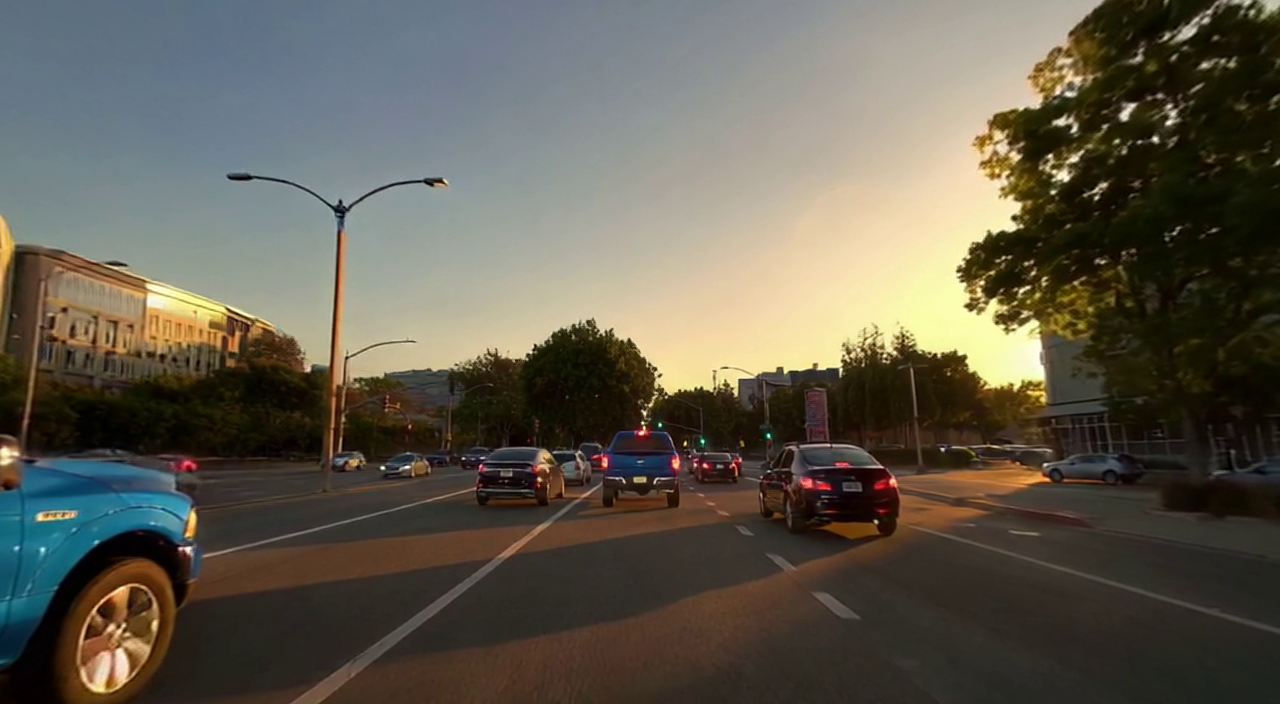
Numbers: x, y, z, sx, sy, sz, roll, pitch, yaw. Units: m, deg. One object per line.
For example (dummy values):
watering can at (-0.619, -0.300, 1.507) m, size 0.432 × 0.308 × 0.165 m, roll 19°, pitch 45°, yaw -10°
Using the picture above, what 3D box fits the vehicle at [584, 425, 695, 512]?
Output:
vehicle at (-0.017, 2.986, 16.718) m, size 2.493 × 1.934 × 4.957 m, roll 0°, pitch -8°, yaw 0°

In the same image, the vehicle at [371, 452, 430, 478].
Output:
vehicle at (-15.248, 7.202, 40.392) m, size 1.932 × 1.449 × 4.545 m, roll 0°, pitch -8°, yaw 1°

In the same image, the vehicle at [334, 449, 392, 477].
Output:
vehicle at (-19.139, 7.666, 43.784) m, size 1.982 × 1.728 × 4.696 m, roll 0°, pitch -8°, yaw -1°

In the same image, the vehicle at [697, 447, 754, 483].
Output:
vehicle at (3.845, 5.175, 29.115) m, size 1.968 × 1.472 × 4.456 m, roll 0°, pitch -8°, yaw 0°

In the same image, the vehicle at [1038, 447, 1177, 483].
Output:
vehicle at (22.252, 5.361, 30.301) m, size 2.003 × 1.515 × 4.939 m, roll 3°, pitch -9°, yaw -21°

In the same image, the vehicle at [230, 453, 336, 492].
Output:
vehicle at (-15.273, 5.136, 27.289) m, size 1.924 × 1.450 × 4.524 m, roll 0°, pitch -8°, yaw 0°

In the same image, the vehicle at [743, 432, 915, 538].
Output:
vehicle at (3.296, 2.387, 11.964) m, size 1.955 × 1.628 × 4.152 m, roll 0°, pitch -8°, yaw 0°

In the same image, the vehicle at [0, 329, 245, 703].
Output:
vehicle at (-3.502, 0.668, 1.547) m, size 1.994 × 1.759 × 4.709 m, roll 0°, pitch -8°, yaw 0°

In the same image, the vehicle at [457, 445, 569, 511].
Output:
vehicle at (-3.152, 3.203, 16.638) m, size 1.986 × 1.465 × 4.509 m, roll 0°, pitch -8°, yaw 1°
